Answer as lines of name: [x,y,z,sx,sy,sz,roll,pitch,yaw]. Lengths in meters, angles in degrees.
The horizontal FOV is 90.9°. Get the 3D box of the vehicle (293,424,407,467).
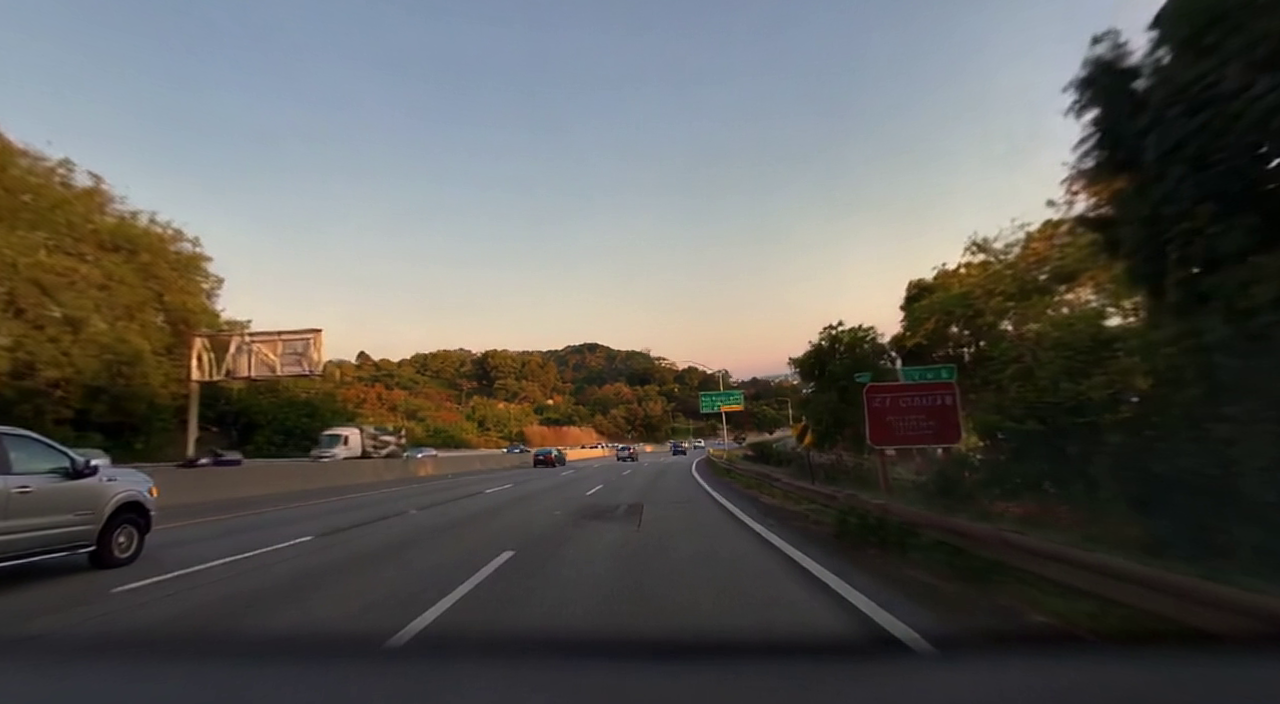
vehicle: [-21.415,7.073,47.487,3.305,2.889,9.715,-1,-9,4]

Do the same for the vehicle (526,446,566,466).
vehicle: [-7.338,8.188,49.774,2.038,1.494,4.729,-1,-9,6]

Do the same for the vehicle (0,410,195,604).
vehicle: [-6.393,1.289,5.142,1.923,1.630,4.857,0,-9,1]
